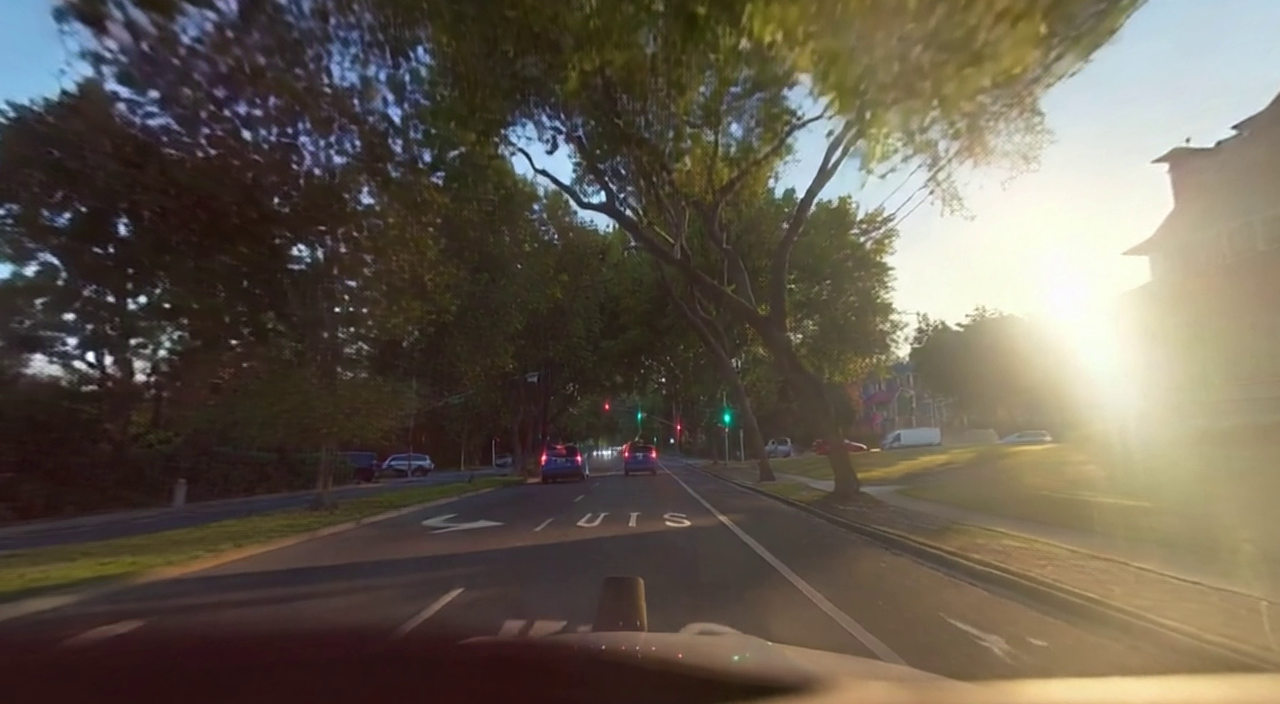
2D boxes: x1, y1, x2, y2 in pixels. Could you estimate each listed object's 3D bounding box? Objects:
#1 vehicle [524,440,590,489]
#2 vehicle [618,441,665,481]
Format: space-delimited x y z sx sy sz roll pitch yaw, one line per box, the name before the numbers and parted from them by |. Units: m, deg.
vehicle | -3.207 4.455 25.320 2.097 1.755 4.336 0 -9 0
vehicle | -0.014 5.233 30.624 2.088 1.735 4.801 0 -9 -2
